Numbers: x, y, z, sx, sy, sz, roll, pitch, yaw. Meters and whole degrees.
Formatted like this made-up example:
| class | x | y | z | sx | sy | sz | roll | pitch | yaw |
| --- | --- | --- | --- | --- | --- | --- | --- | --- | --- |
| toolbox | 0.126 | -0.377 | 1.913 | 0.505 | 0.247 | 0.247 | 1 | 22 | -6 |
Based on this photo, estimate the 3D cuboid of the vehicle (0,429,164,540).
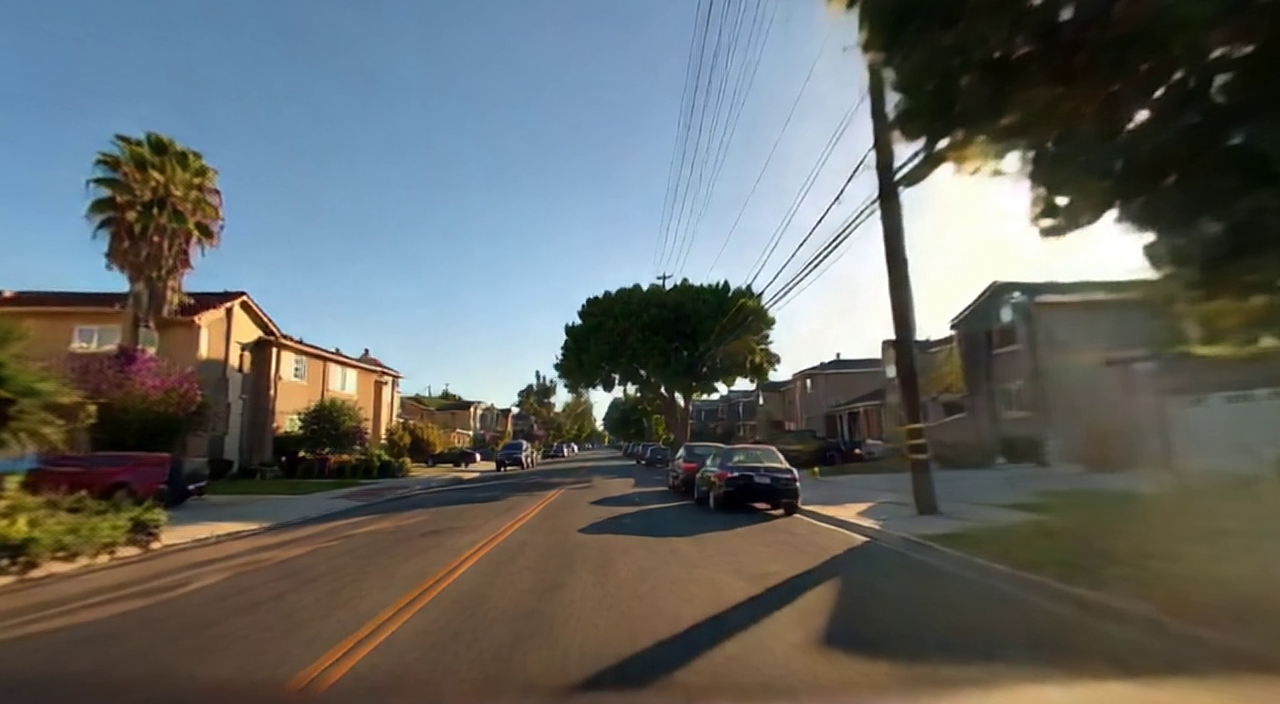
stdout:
| class | x | y | z | sx | sy | sz | roll | pitch | yaw |
| --- | --- | --- | --- | --- | --- | --- | --- | --- | --- |
| vehicle | -12.157 | 2.450 | 12.121 | 4.469 | 1.883 | 2.044 | -1 | -8 | 5 |

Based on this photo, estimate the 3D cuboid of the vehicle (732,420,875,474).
| class | x | y | z | sx | sy | sz | roll | pitch | yaw |
| --- | --- | --- | --- | --- | --- | --- | --- | --- | --- |
| vehicle | 7.410 | 4.389 | 29.293 | 5.900 | 2.328 | 2.603 | 0 | -8 | 2 |

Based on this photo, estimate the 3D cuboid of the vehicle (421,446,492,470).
| class | x | y | z | sx | sy | sz | roll | pitch | yaw |
| --- | --- | --- | --- | --- | --- | --- | --- | --- | --- |
| vehicle | -13.515 | 7.838 | 46.747 | 4.529 | 1.677 | 2.204 | 0 | -8 | -2 |

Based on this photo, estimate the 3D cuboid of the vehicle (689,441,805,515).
| class | x | y | z | sx | sy | sz | roll | pitch | yaw |
| --- | --- | --- | --- | --- | --- | --- | --- | --- | --- |
| vehicle | 2.335 | 2.859 | 14.855 | 1.870 | 1.490 | 3.802 | 0 | -8 | -3 |

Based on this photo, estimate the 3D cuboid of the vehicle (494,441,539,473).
| class | x | y | z | sx | sy | sz | roll | pitch | yaw |
| --- | --- | --- | --- | --- | --- | --- | --- | --- | --- |
| vehicle | -8.194 | 7.076 | 42.279 | 2.156 | 1.932 | 4.518 | -2 | -11 | -1 |
